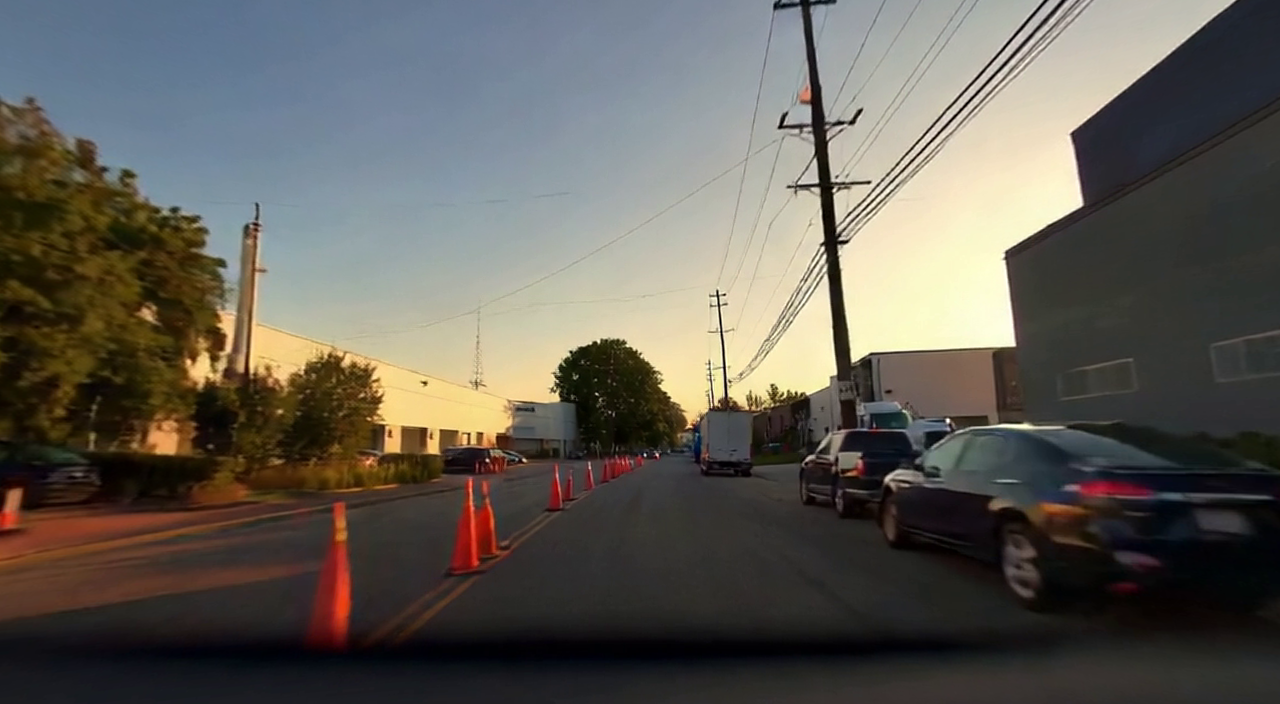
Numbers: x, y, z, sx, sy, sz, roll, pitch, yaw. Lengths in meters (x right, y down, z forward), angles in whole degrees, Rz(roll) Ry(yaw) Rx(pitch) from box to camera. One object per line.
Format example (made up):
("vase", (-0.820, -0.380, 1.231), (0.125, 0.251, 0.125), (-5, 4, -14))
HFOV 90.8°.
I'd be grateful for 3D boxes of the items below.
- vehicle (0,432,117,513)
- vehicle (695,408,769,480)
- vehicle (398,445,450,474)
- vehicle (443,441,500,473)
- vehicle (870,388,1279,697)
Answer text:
("vehicle", (-14.937, 2.768, 14.449), (2.085, 1.748, 4.558), (-3, -8, -1))
("vehicle", (4.586, 4.793, 32.987), (2.871, 3.301, 7.433), (0, -8, 1))
("vehicle", (-14.321, 7.106, 42.147), (1.971, 1.789, 4.360), (0, -8, -1))
("vehicle", (-11.320, 7.064, 42.906), (2.287, 1.975, 5.511), (0, -8, 1))
("vehicle", (4.164, 1.416, 6.047), (2.115, 1.702, 4.978), (0, -8, 1))
